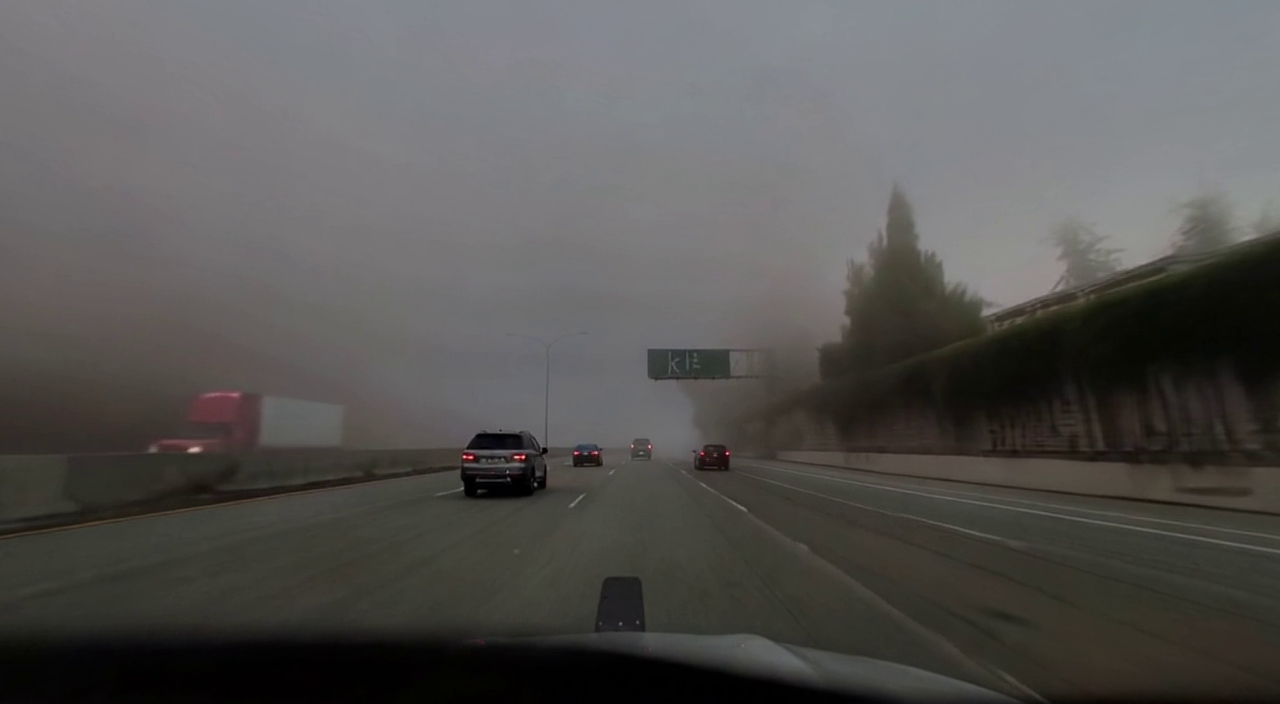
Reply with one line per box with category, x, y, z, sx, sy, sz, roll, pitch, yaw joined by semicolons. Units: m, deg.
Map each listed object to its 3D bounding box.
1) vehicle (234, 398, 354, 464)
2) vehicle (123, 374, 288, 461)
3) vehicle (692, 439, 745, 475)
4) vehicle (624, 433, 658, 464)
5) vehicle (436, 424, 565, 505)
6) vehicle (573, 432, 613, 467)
vehicle;-20.996;4.969;38.876;2.782;3.650;7.779;0;-9;1
vehicle;-20.980;3.368;31.056;3.039;3.834;6.726;0;-9;1
vehicle;4.115;5.611;33.883;2.224;1.752;4.487;0;-9;-1
vehicle;0.094;7.512;49.023;2.485;2.215;5.199;0;-9;0
vehicle;-3.504;2.961;17.097;2.184;1.819;5.441;0;-9;1
vehicle;-3.146;6.676;43.114;2.378;2.214;4.352;0;-9;0
